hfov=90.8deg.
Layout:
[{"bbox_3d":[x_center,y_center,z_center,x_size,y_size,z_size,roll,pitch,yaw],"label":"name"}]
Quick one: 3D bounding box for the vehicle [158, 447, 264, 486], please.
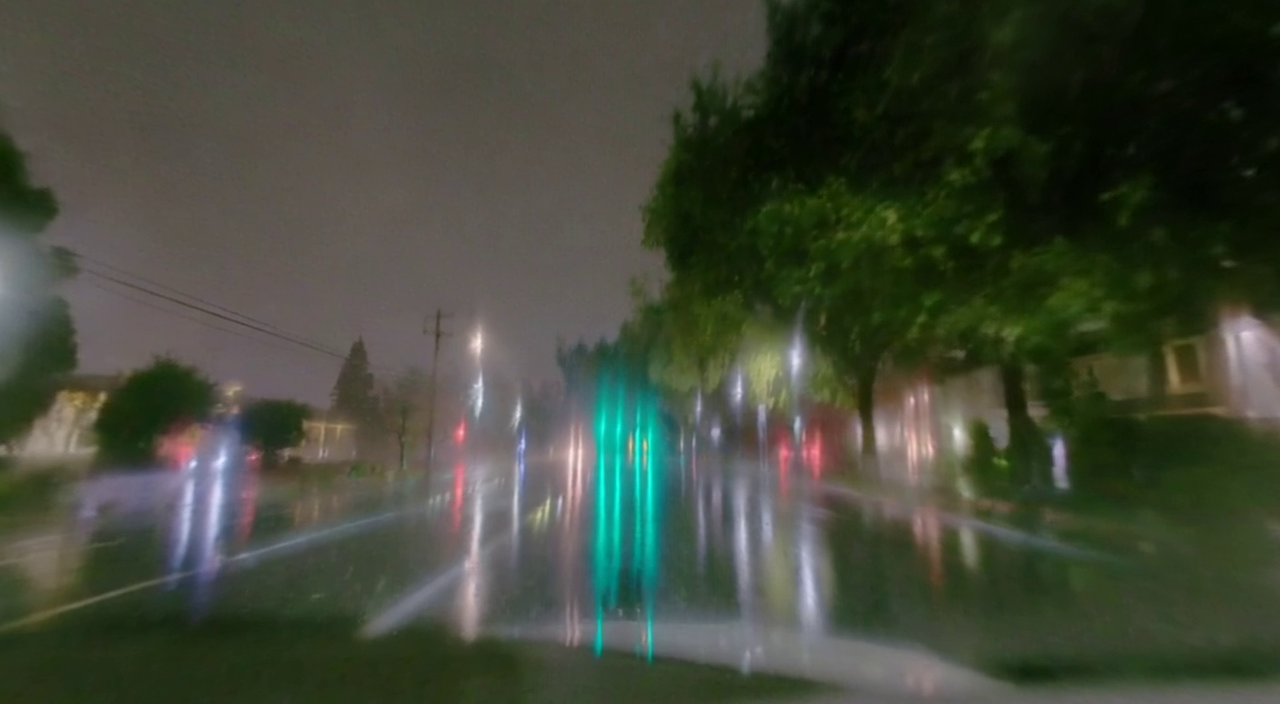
[{"bbox_3d":[-23.324,6.198,34.722,2.192,1.901,5.889,0,-9,-6],"label":"vehicle"}]
